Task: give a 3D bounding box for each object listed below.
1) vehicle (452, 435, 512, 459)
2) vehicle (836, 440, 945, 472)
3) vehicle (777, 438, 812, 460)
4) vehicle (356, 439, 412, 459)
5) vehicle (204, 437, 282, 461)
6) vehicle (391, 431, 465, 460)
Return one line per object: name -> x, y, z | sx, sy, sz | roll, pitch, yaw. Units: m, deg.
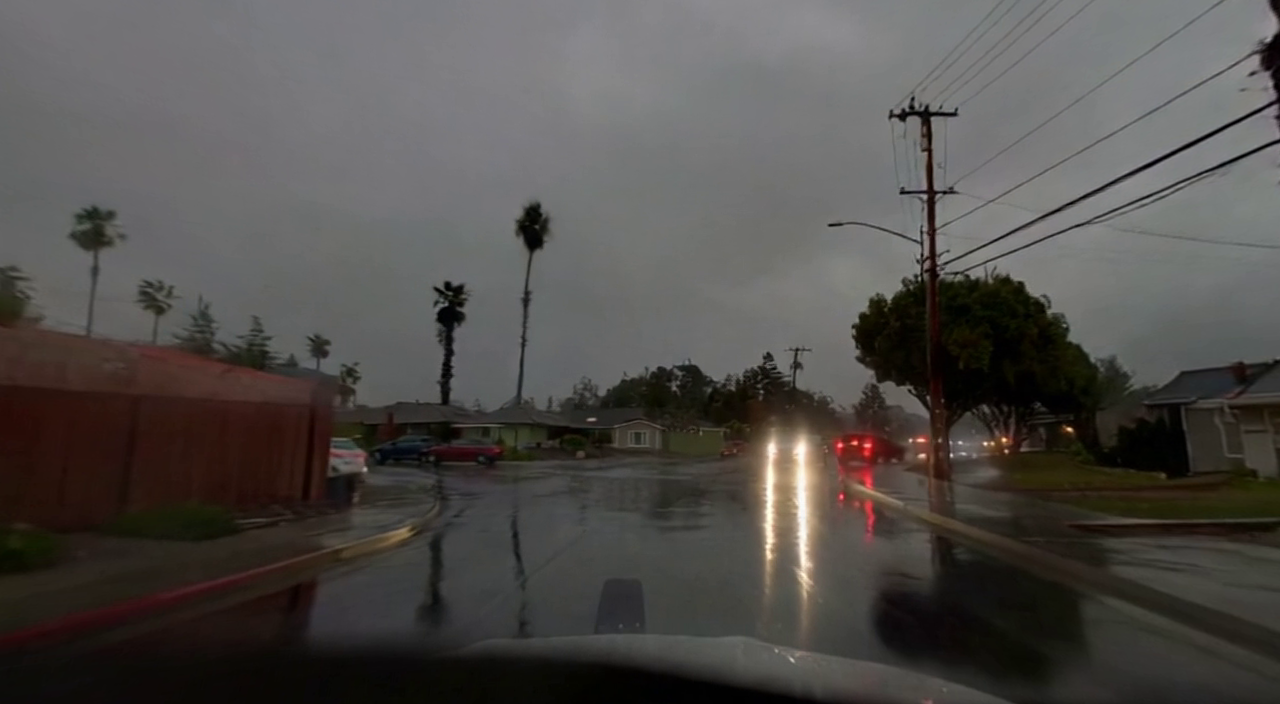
vehicle -> -11.935, 7.216, 47.959 | 1.902, 1.723, 4.410 | -4, -10, 27
vehicle -> 11.677, 4.896, 29.751 | 4.531, 1.447, 1.814 | -3, -10, 15
vehicle -> 12.039, 7.529, 49.061 | 1.955, 1.632, 3.688 | -4, -9, 24
vehicle -> -19.700, 7.504, 48.777 | 1.770, 1.445, 3.717 | -4, -9, 23
vehicle -> -31.011, 7.589, 49.552 | 2.035, 1.791, 4.993 | -2, -9, 15
vehicle -> -15.835, 7.029, 47.537 | 2.226, 2.001, 5.259 | -4, -9, 23
